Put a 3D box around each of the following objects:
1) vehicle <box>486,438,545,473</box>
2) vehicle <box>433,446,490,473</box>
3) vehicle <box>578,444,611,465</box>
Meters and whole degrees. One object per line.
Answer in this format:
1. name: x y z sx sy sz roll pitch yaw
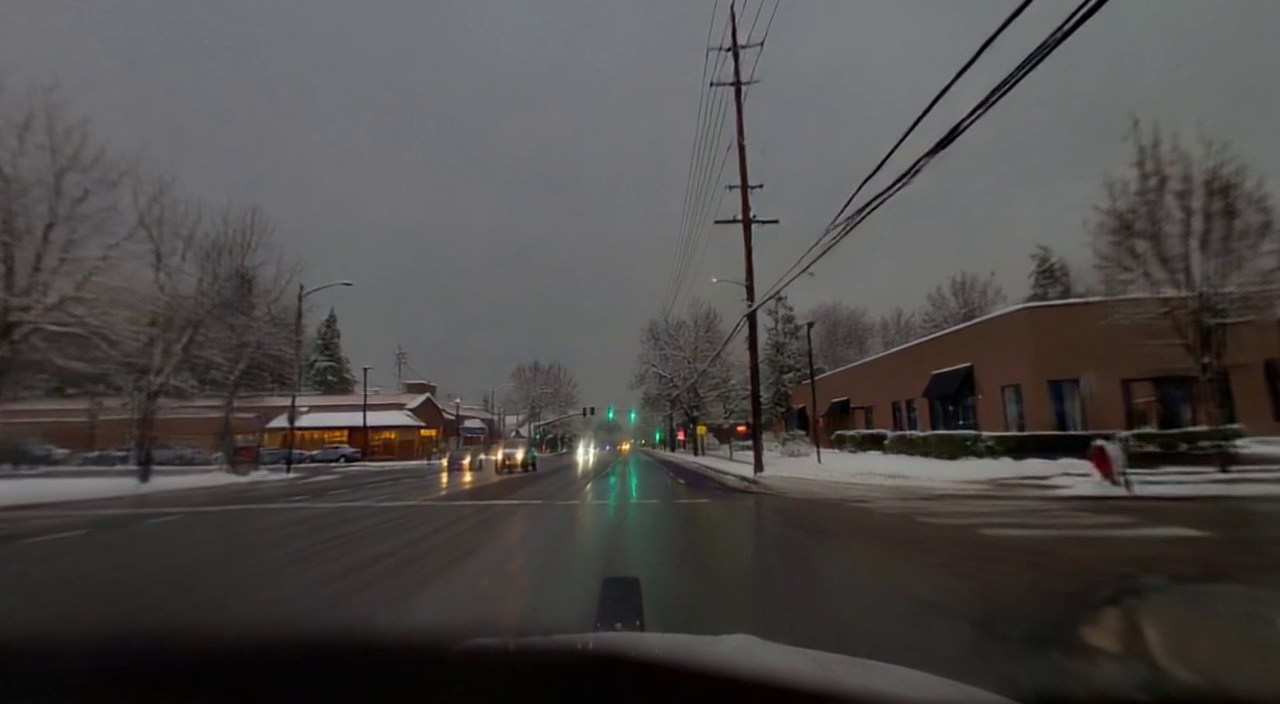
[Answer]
1. vehicle: -6.883 5.784 35.530 2.322 1.819 4.651 0 -8 0
2. vehicle: -10.336 6.237 36.955 2.012 1.429 4.462 0 -8 0
3. vehicle: -3.334 7.636 47.234 2.122 1.469 4.388 0 -8 1
